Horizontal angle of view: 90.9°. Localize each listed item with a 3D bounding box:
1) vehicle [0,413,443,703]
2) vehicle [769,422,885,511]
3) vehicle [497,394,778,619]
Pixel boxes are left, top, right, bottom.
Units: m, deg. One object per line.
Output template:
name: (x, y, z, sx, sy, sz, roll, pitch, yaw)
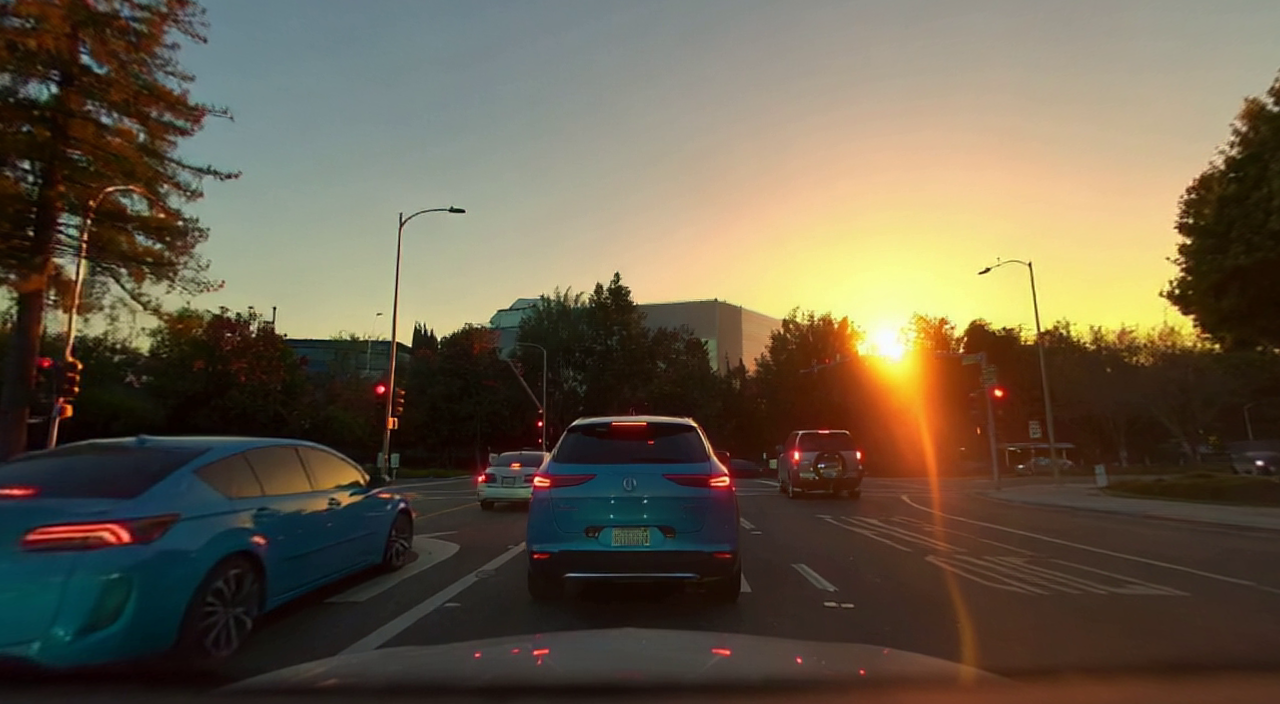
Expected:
vehicle: (-3.322, 1.333, 5.088, 1.913, 1.453, 4.413, 0, -8, 2)
vehicle: (4.812, 2.994, 16.921, 2.084, 2.053, 4.073, -1, -8, 4)
vehicle: (-0.041, 1.529, 7.183, 2.203, 1.757, 4.286, 0, -8, -1)
